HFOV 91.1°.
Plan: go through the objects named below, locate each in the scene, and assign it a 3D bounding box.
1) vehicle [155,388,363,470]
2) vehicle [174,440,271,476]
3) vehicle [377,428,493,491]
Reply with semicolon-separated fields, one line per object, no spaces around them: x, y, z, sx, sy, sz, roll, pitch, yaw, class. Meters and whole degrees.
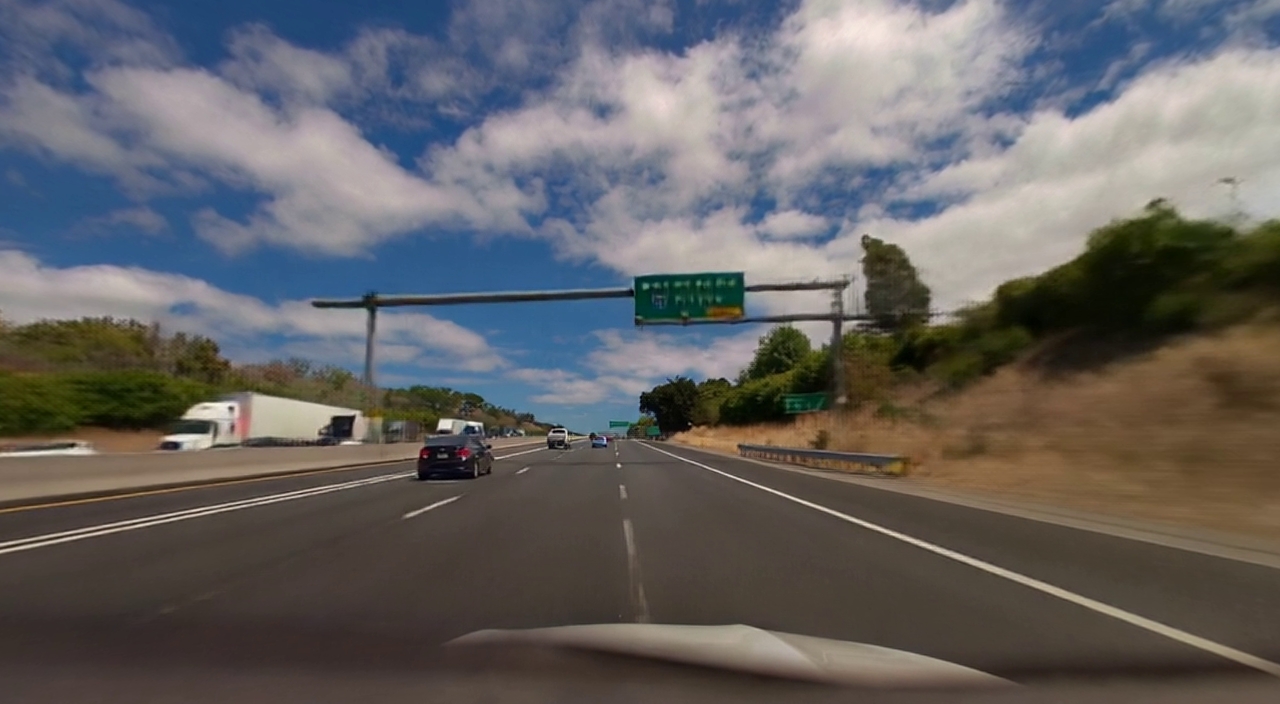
-22.477;4.956;39.463;3.348;3.923;16.919;-1;-8;-3;vehicle
-18.519;4.698;28.118;1.790;1.460;3.806;0;-8;-1;vehicle
-5.623;2.978;17.826;1.953;1.550;4.167;0;-8;-1;vehicle
